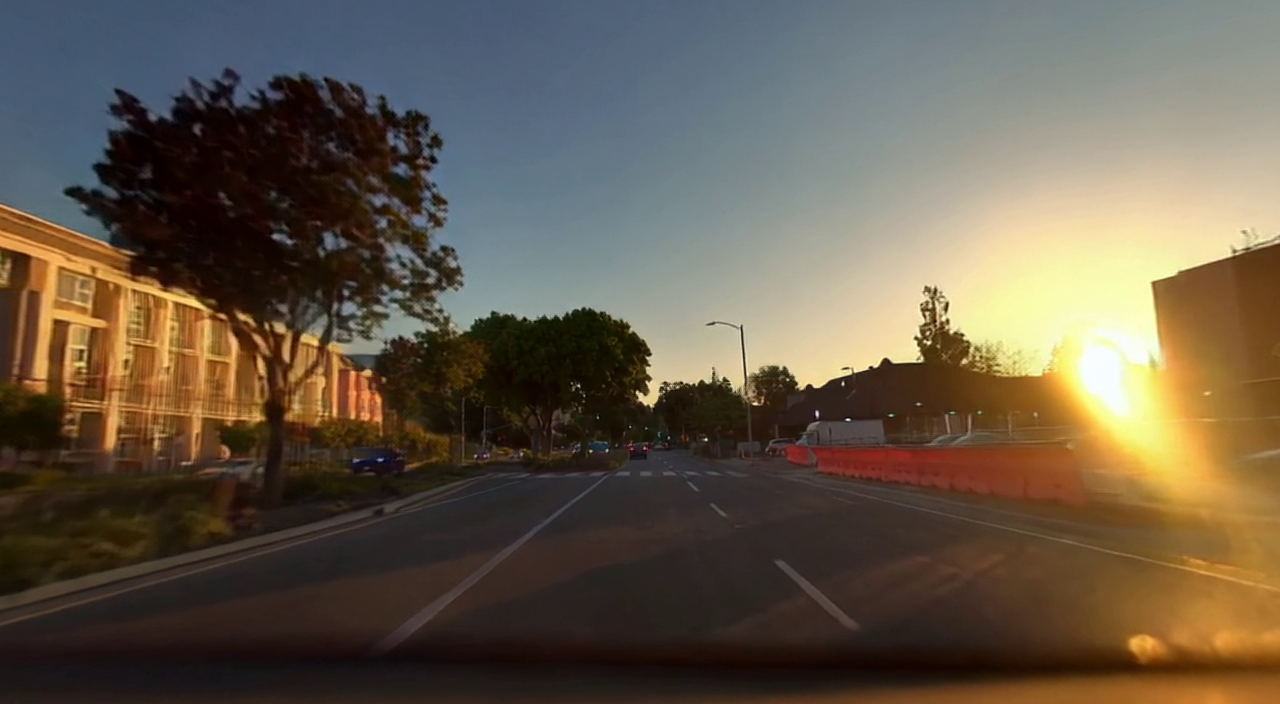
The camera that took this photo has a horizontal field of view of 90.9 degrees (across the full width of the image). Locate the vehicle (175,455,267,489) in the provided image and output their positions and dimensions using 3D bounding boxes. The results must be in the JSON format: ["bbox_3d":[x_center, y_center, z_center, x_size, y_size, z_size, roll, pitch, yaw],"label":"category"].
[{"bbox_3d":[-23.432,6.686,35.482,1.957,1.672,4.743,0,-8,-1],"label":"vehicle"}]

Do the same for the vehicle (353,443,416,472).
[{"bbox_3d":[-15.757,6.509,39.171,2.015,1.607,5.241,0,-8,-4],"label":"vehicle"}]

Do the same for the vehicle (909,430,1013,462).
[{"bbox_3d":[17.086,5.024,33.749,4.450,1.643,1.996,0,-8,-1],"label":"vehicle"}]

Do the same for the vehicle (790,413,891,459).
[{"bbox_3d":[15.702,6.651,49.797,6.641,3.391,3.387,-1,-9,-5],"label":"vehicle"}]
